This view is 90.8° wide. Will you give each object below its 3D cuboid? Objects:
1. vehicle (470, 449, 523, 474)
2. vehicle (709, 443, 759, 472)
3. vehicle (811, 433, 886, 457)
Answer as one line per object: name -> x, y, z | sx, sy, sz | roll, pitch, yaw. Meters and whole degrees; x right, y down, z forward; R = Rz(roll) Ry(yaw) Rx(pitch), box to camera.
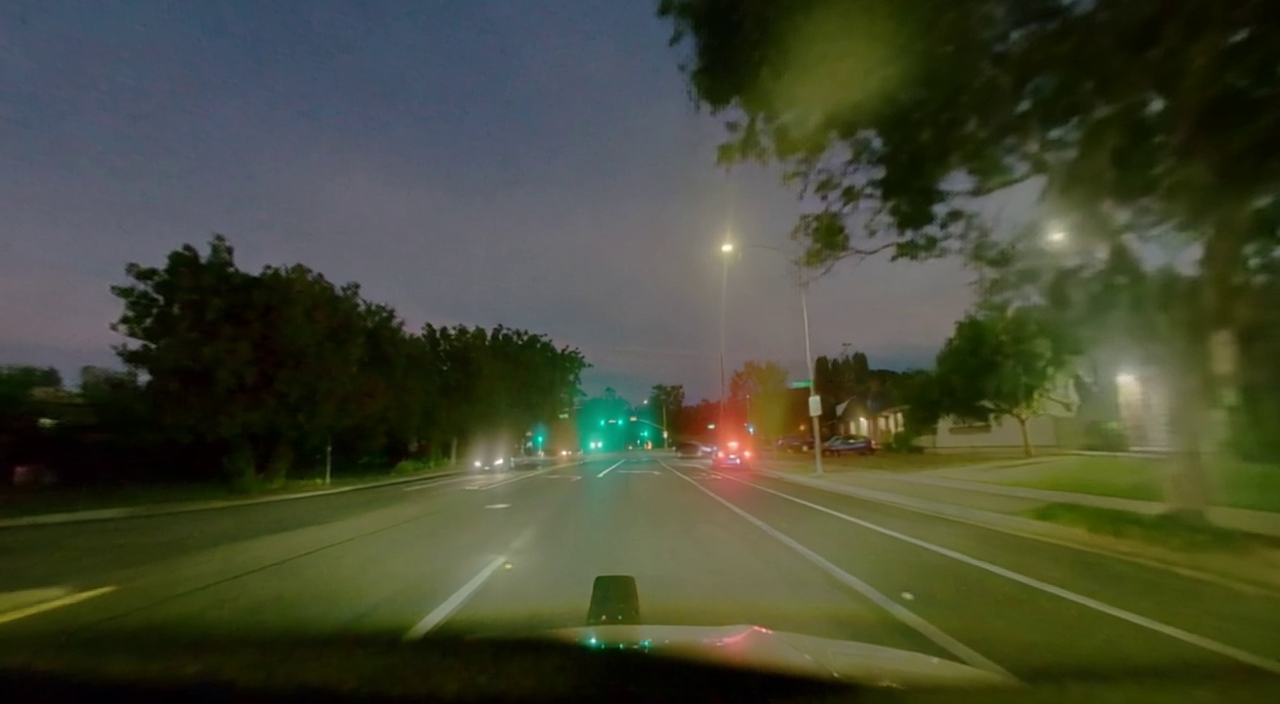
vehicle -> -9.024, 6.924, 40.169 | 2.067, 1.491, 4.807 | -1, -9, 3
vehicle -> 5.037, 5.721, 34.417 | 1.917, 1.440, 4.335 | 0, -9, -2
vehicle -> 13.233, 5.920, 40.260 | 4.164, 1.470, 1.921 | 0, -7, 2
